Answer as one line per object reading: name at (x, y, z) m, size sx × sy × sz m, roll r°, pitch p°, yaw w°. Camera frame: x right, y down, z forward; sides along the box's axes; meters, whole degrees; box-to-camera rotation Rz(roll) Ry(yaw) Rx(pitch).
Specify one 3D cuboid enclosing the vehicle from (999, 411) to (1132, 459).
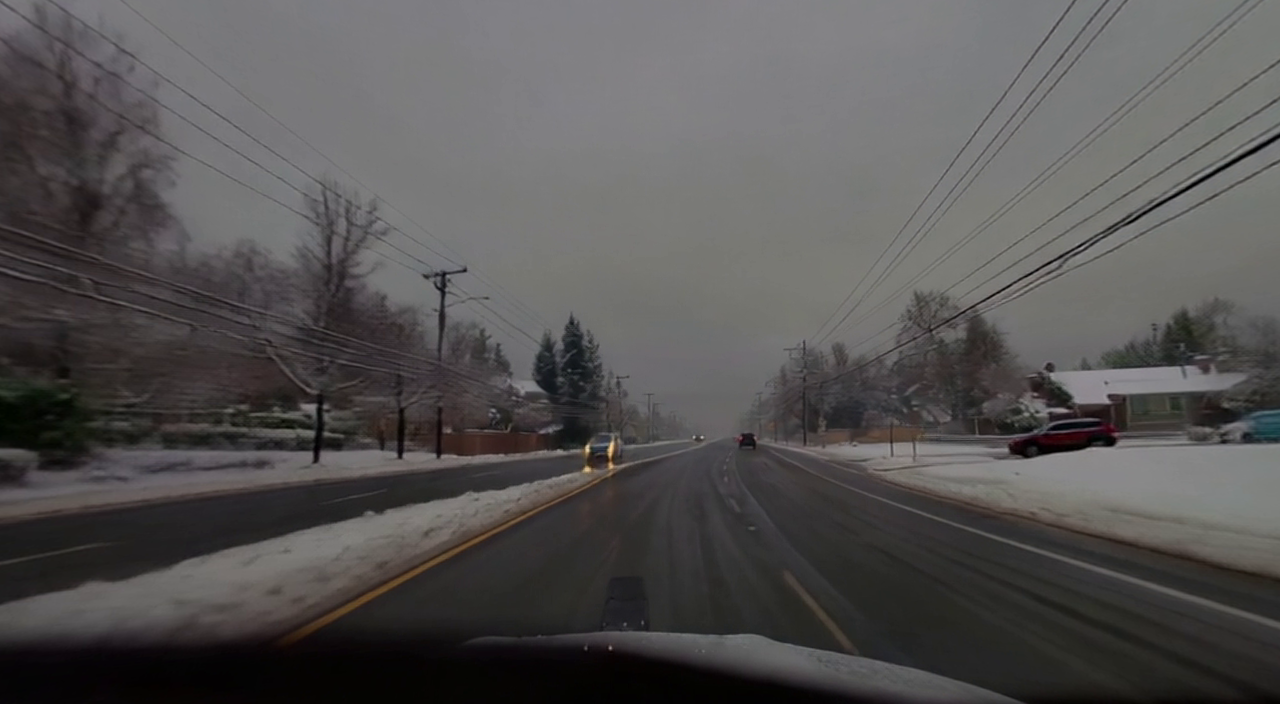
vehicle at (19.251, 3.835, 28.768) m, size 4.687 × 1.805 × 2.130 m, roll -9°, pitch -11°, yaw 32°

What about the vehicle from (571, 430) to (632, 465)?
vehicle at (-1.703, 4.495, 29.718) m, size 1.974 × 1.479 × 4.392 m, roll -2°, pitch -9°, yaw 9°

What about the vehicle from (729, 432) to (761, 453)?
vehicle at (7.884, 6.840, 47.520) m, size 1.982 × 1.451 × 4.152 m, roll -1°, pitch -8°, yaw 5°
